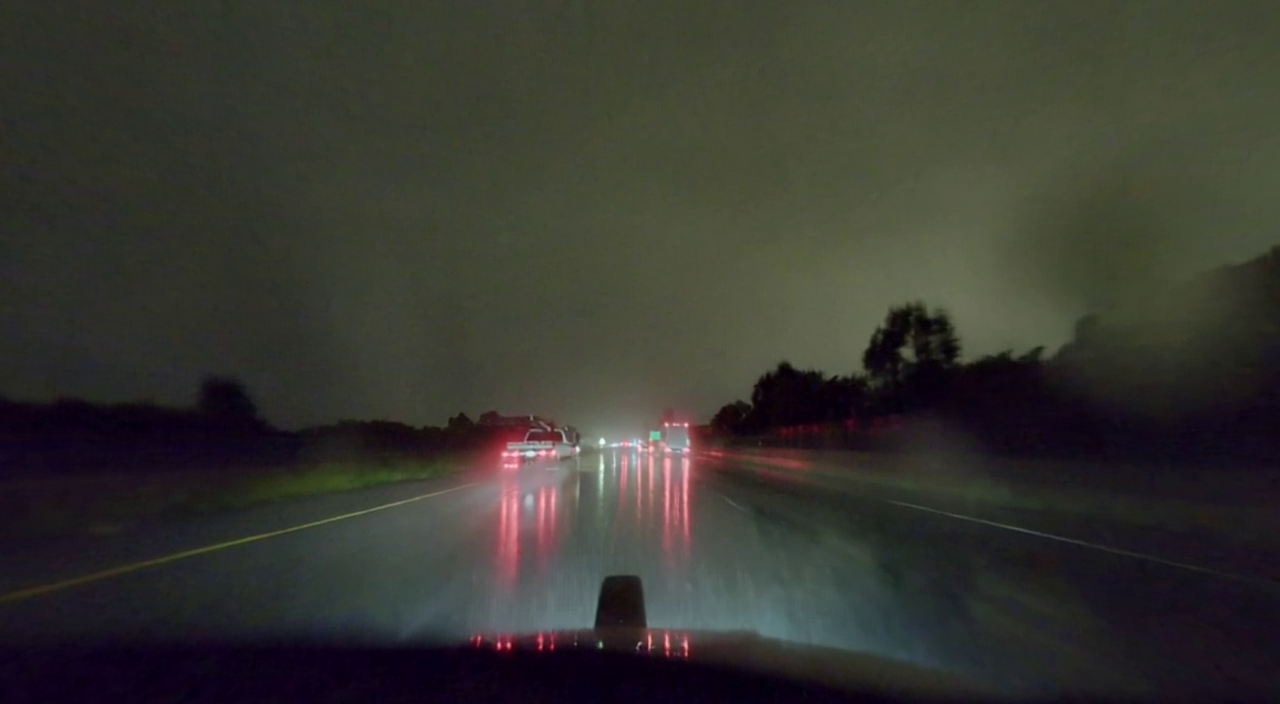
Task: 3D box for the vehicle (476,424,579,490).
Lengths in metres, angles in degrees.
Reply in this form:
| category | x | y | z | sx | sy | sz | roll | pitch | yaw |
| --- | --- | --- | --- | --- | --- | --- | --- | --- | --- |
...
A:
| category | x | y | z | sx | sy | sz | roll | pitch | yaw |
| --- | --- | --- | --- | --- | --- | --- | --- | --- | --- |
| vehicle | -3.572 | 3.486 | 21.297 | 2.379 | 1.918 | 5.504 | 0 | -8 | 1 |
